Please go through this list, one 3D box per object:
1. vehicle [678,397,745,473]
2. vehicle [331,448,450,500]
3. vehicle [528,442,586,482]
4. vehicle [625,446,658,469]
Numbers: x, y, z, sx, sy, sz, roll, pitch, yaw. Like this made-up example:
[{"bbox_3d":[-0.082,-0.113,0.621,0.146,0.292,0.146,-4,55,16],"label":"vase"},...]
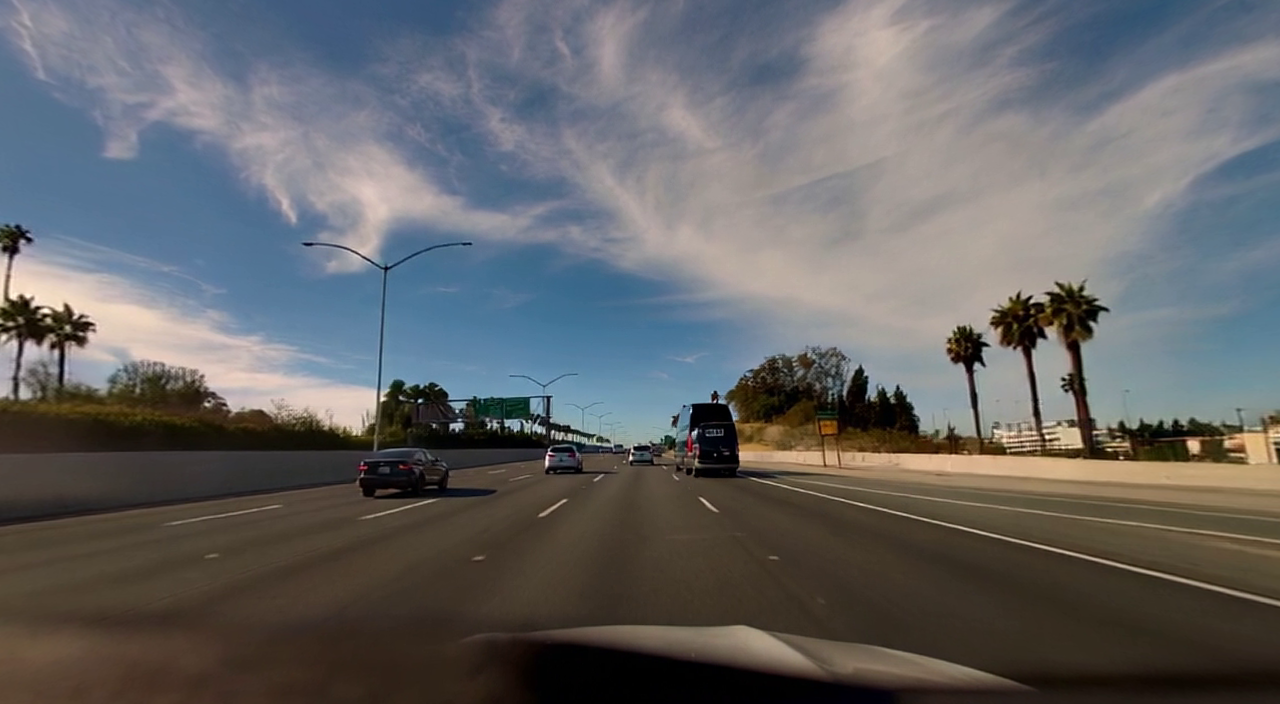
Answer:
[{"bbox_3d":[4.015,5.011,37.418,3.086,3.984,8.371,0,-9,1],"label":"vehicle"},{"bbox_3d":[-7.905,3.876,20.497,2.050,1.487,4.372,0,-9,1],"label":"vehicle"},{"bbox_3d":[-3.692,4.951,28.679,2.017,1.683,4.094,0,-9,1],"label":"vehicle"},{"bbox_3d":[0.098,7.090,42.444,2.085,1.507,4.096,0,-9,0],"label":"vehicle"}]
